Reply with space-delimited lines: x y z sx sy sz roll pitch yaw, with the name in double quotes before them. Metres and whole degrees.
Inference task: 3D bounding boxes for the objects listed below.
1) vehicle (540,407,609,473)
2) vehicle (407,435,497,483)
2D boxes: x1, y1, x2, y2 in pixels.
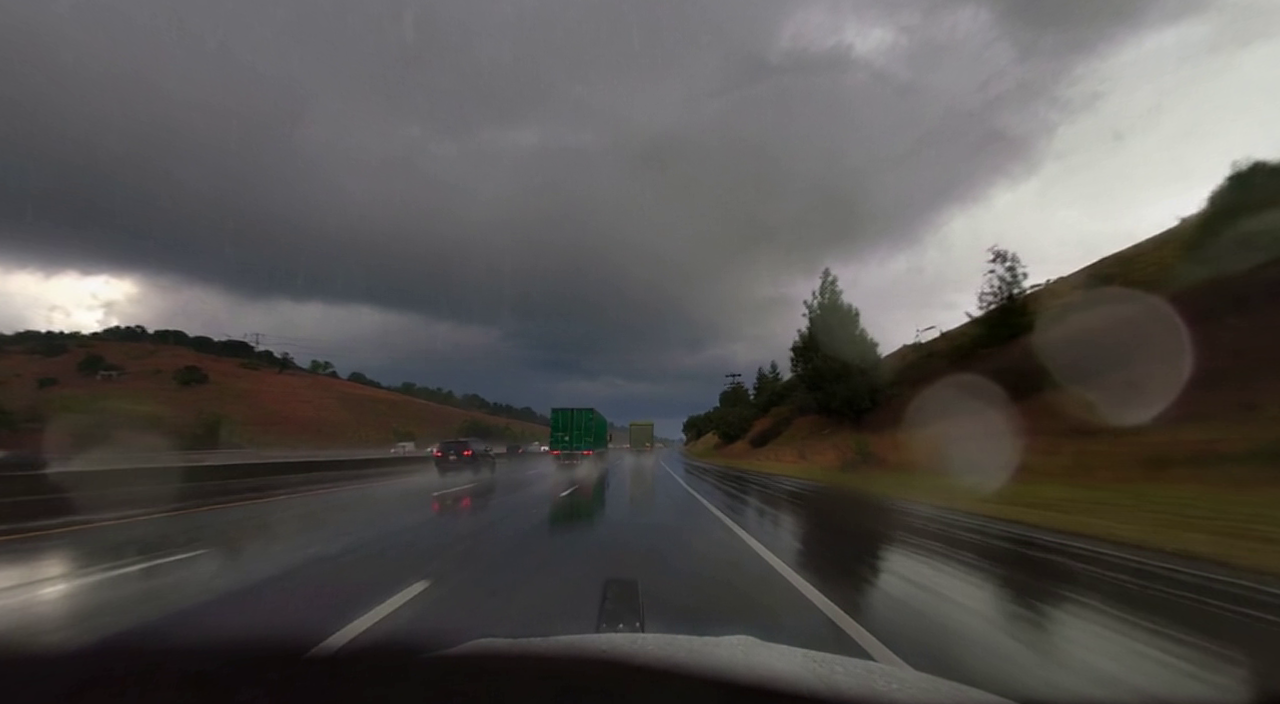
"vehicle" -3.561 5.213 36.987 2.789 3.271 10.894 0 -9 0
"vehicle" -7.460 4.296 25.579 2.125 1.725 4.715 0 -9 1
